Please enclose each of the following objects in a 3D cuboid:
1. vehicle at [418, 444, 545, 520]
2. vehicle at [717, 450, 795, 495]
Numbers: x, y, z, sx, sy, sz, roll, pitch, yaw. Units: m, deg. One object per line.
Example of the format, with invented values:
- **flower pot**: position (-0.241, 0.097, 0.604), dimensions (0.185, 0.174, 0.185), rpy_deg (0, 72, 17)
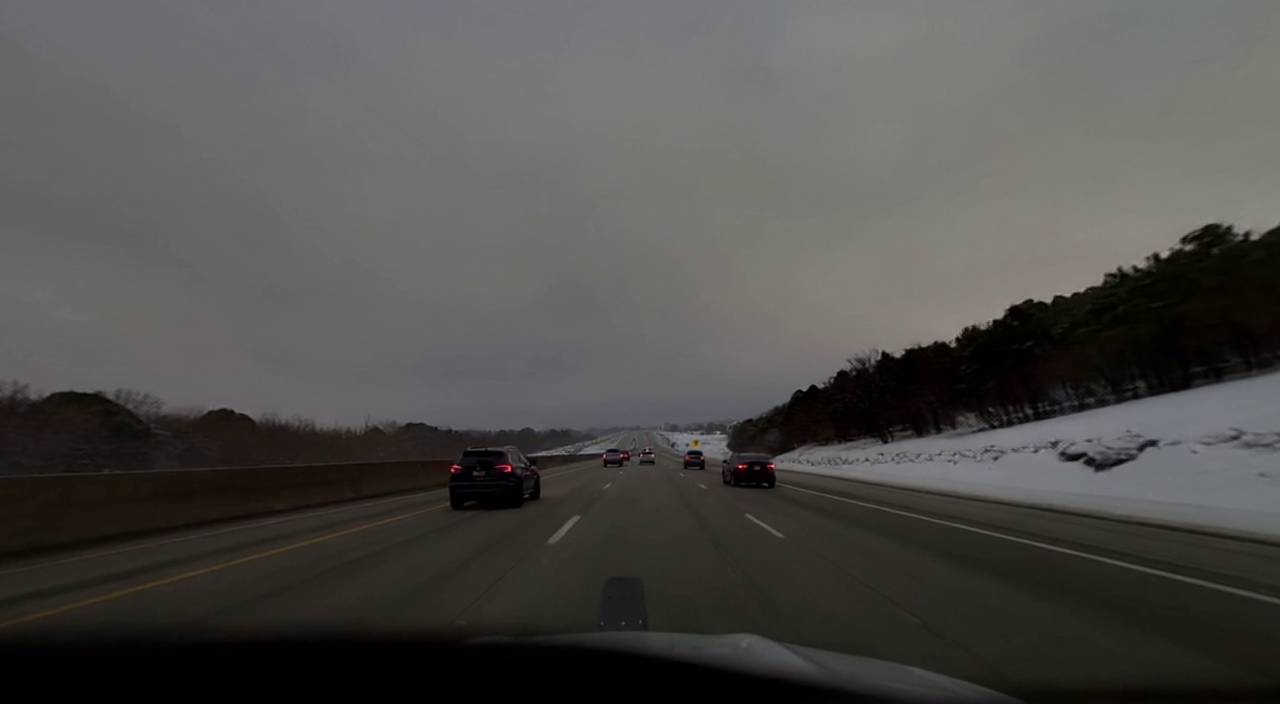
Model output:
- **vehicle**: position (-3.534, 2.925, 14.834), dimensions (1.910, 1.521, 3.930), rpy_deg (0, -8, 1)
- **vehicle**: position (3.881, 4.081, 21.685), dimensions (1.976, 1.352, 3.602), rpy_deg (0, -8, -1)
